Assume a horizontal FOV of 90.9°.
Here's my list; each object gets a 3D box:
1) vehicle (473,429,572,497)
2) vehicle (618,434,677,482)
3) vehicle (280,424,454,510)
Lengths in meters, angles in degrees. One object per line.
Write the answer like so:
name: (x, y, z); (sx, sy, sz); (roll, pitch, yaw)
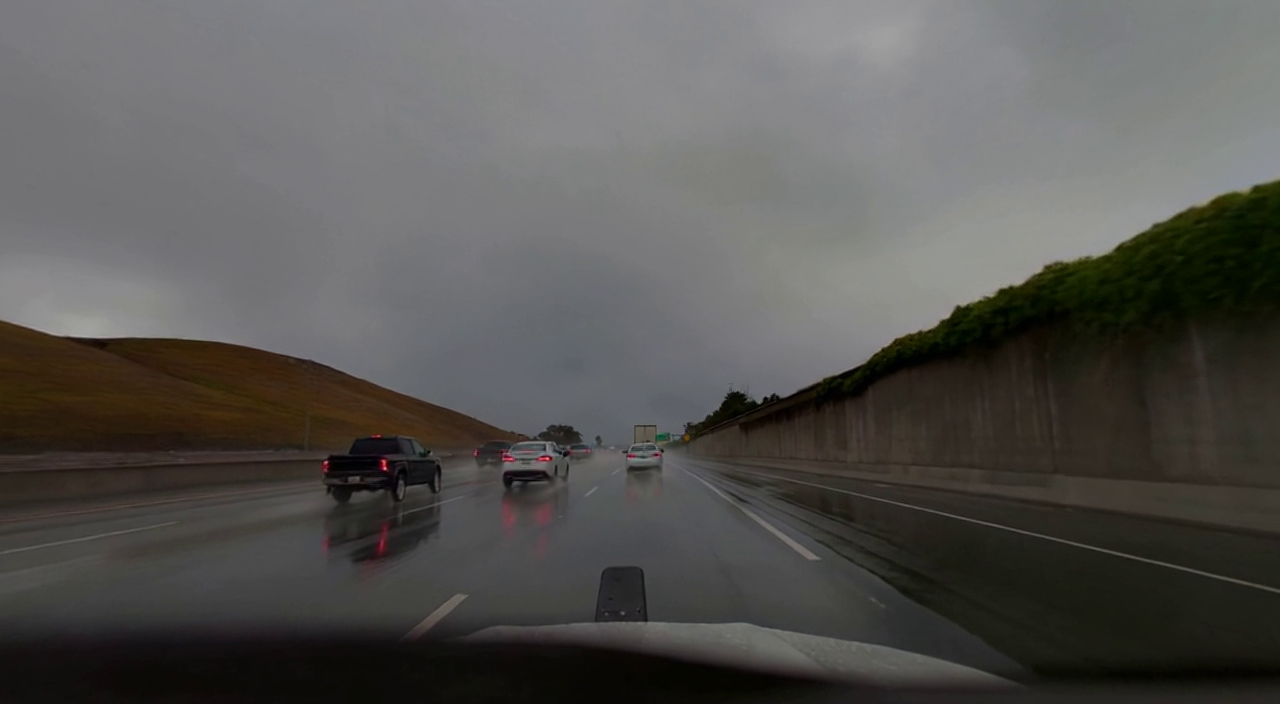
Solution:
vehicle: (-3.433, 3.354, 19.395); (2.093, 1.820, 4.506); (0, -9, 1)
vehicle: (0.264, 4.381, 26.208); (2.233, 1.804, 4.273); (0, -9, 0)
vehicle: (-6.790, 2.930, 16.544); (2.108, 1.856, 5.214); (0, -9, 2)
